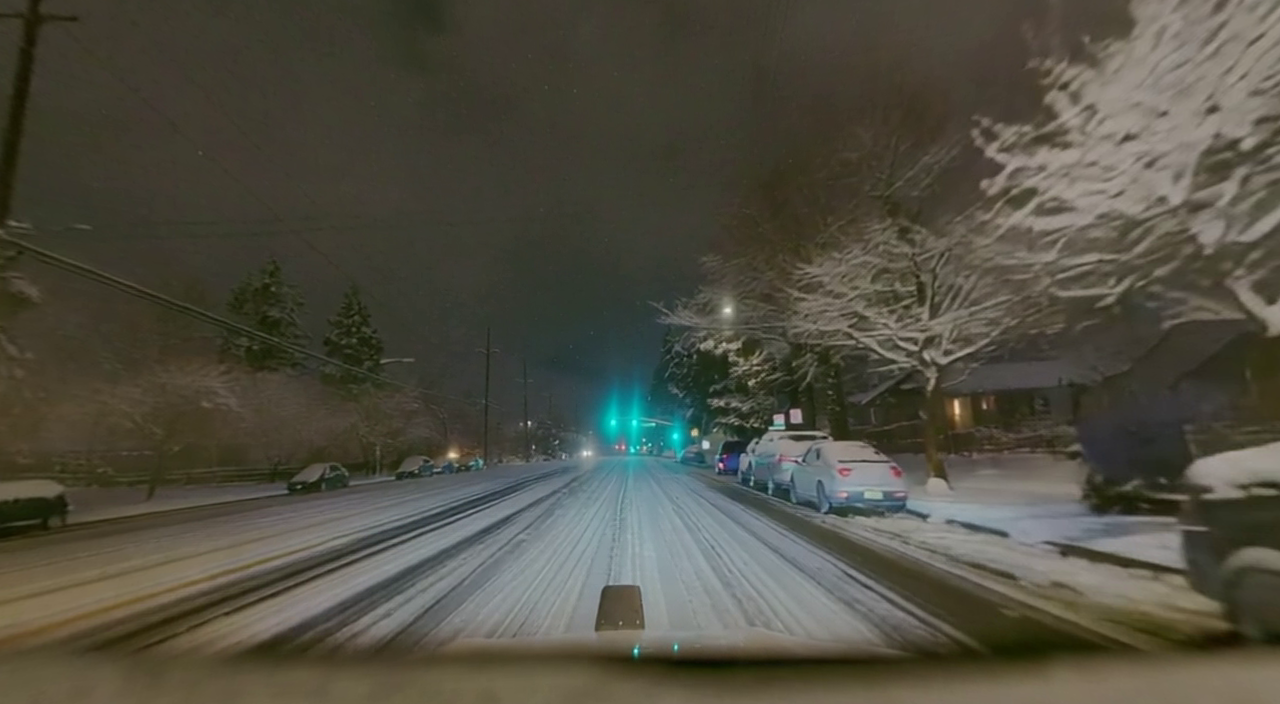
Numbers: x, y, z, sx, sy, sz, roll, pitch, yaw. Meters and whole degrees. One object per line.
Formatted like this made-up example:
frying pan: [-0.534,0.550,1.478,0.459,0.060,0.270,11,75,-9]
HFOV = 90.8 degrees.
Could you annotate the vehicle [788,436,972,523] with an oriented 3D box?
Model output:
vehicle: [4.599,2.510,13.087,1.844,1.426,4.916,0,-9,0]

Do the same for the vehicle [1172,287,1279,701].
vehicle: [4.564,0.362,0.856,2.438,2.086,5.821,0,-9,-2]

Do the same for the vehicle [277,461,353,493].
vehicle: [-17.647,6.770,34.574,1.811,1.505,4.507,0,-9,-1]

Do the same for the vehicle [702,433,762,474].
vehicle: [4.387,4.943,30.929,2.059,1.783,5.221,0,-9,-1]

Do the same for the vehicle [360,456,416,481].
vehicle: [-17.799,8.258,44.878,2.151,1.560,4.657,0,-9,-1]
